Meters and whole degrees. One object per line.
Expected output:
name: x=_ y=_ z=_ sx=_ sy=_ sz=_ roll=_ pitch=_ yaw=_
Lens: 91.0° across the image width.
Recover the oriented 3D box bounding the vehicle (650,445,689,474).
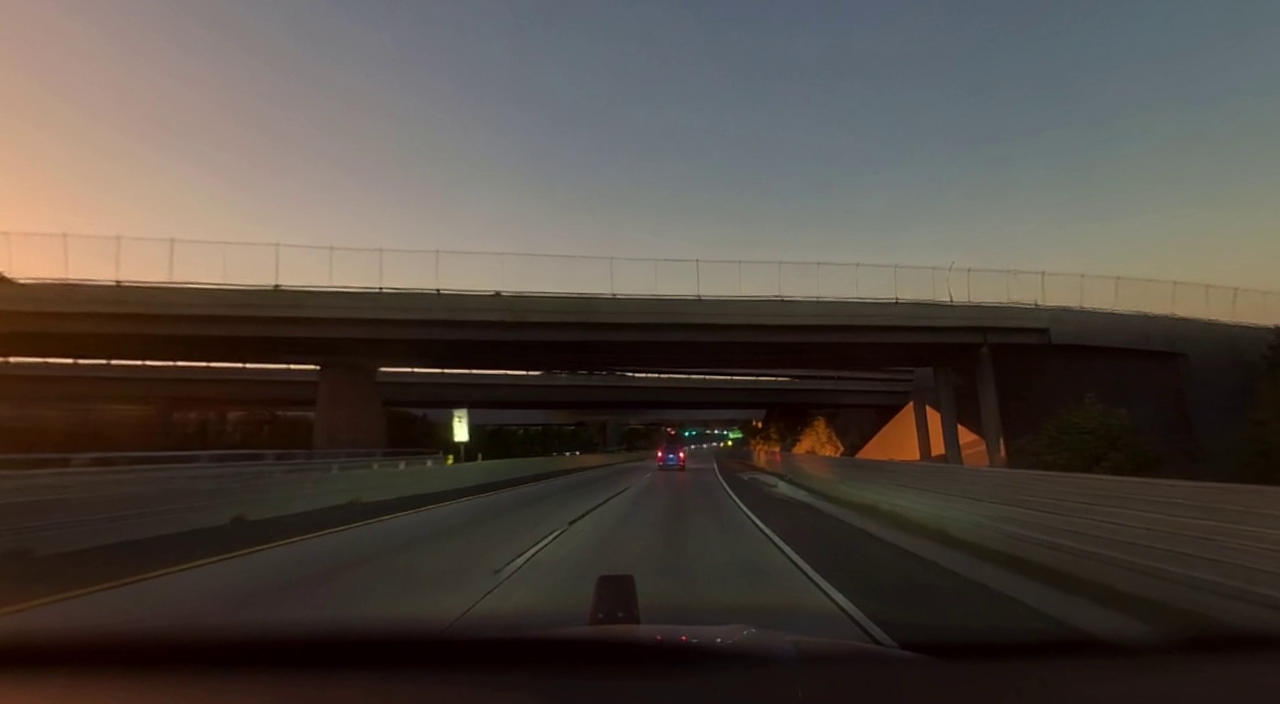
vehicle: x=1.673 y=5.869 z=34.549 sx=2.028 sy=1.440 sz=3.970 roll=-1 pitch=-8 yaw=4
